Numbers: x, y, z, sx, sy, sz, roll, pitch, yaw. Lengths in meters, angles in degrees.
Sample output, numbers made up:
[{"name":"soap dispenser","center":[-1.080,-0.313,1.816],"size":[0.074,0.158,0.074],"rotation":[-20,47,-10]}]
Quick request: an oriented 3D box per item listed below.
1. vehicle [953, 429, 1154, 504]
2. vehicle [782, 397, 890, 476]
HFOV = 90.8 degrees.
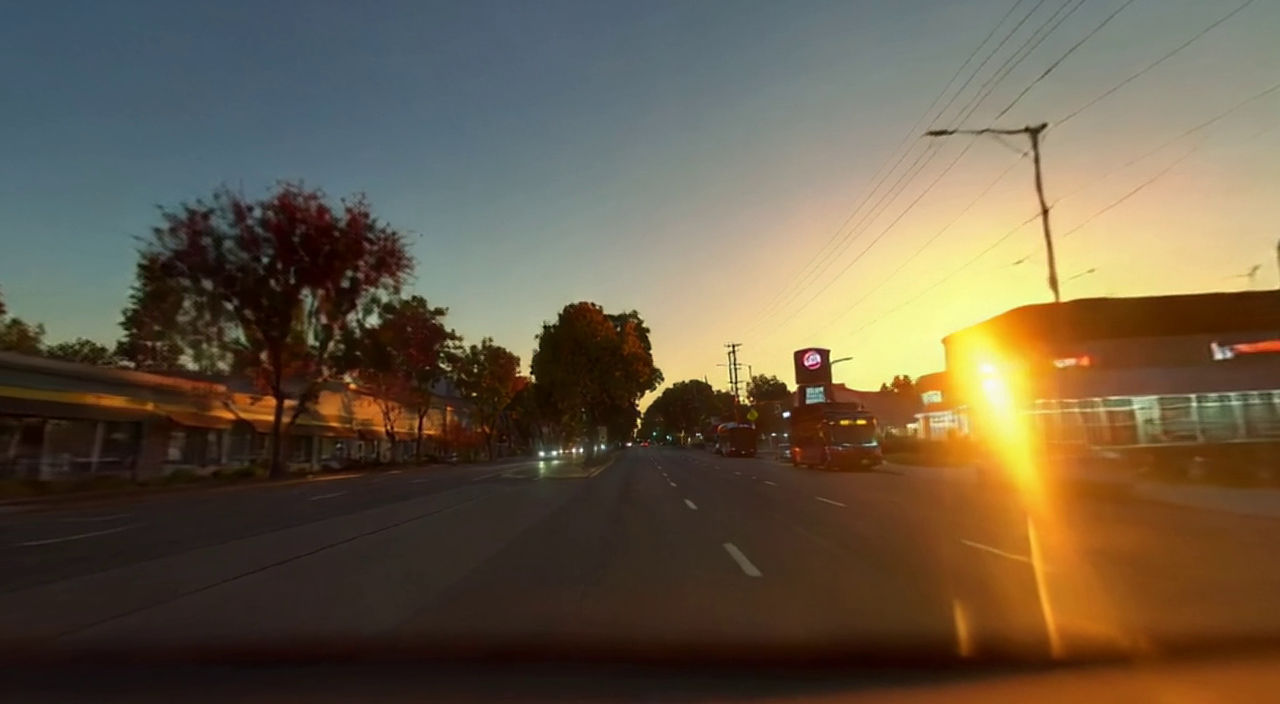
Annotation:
[{"name":"vehicle","center":[10.255,2.857,16.204],"size":[2.085,1.630,4.403],"rotation":[0,-8,-1]},{"name":"vehicle","center":[9.902,4.439,33.000],"size":[2.897,3.584,7.857],"rotation":[0,-8,-2]}]
